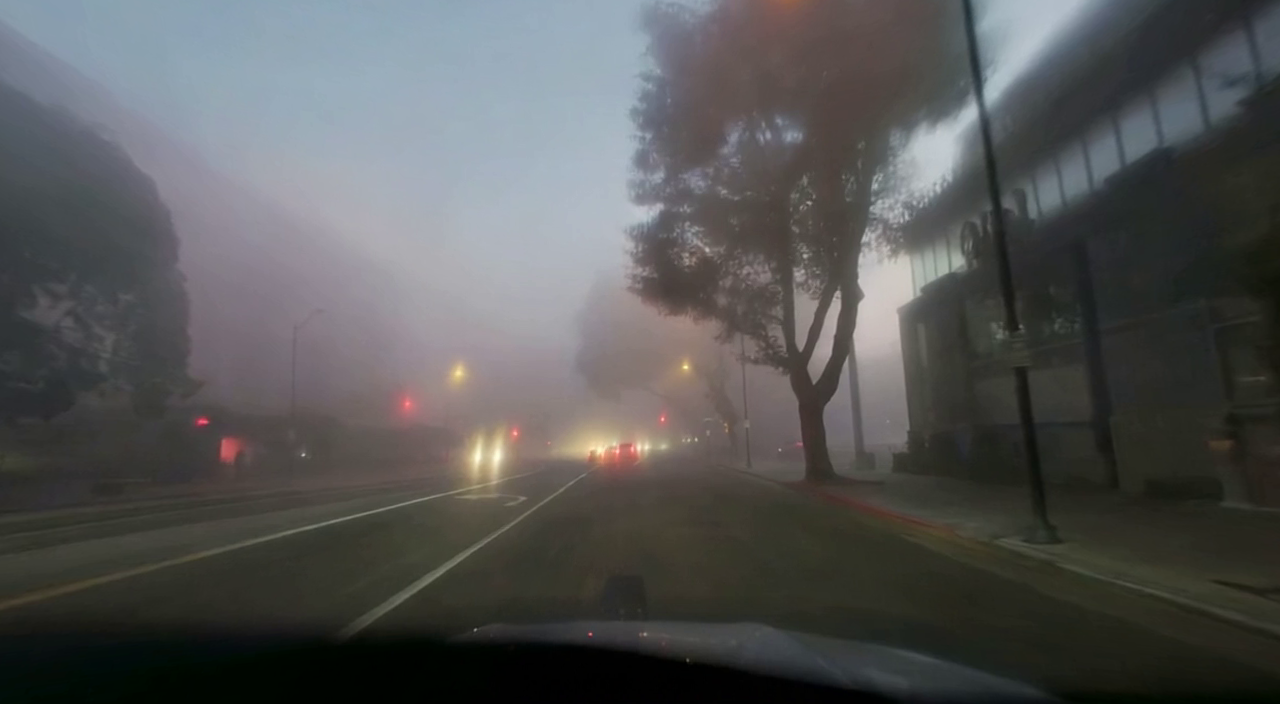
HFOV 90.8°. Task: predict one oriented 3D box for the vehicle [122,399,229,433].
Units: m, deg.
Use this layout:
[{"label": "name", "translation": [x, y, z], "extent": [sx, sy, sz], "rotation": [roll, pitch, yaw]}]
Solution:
[{"label": "vehicle", "translation": [-25.594, 3.564, 34.903], "extent": [4.397, 1.760, 1.971], "rotation": [-1, -8, 5]}]
